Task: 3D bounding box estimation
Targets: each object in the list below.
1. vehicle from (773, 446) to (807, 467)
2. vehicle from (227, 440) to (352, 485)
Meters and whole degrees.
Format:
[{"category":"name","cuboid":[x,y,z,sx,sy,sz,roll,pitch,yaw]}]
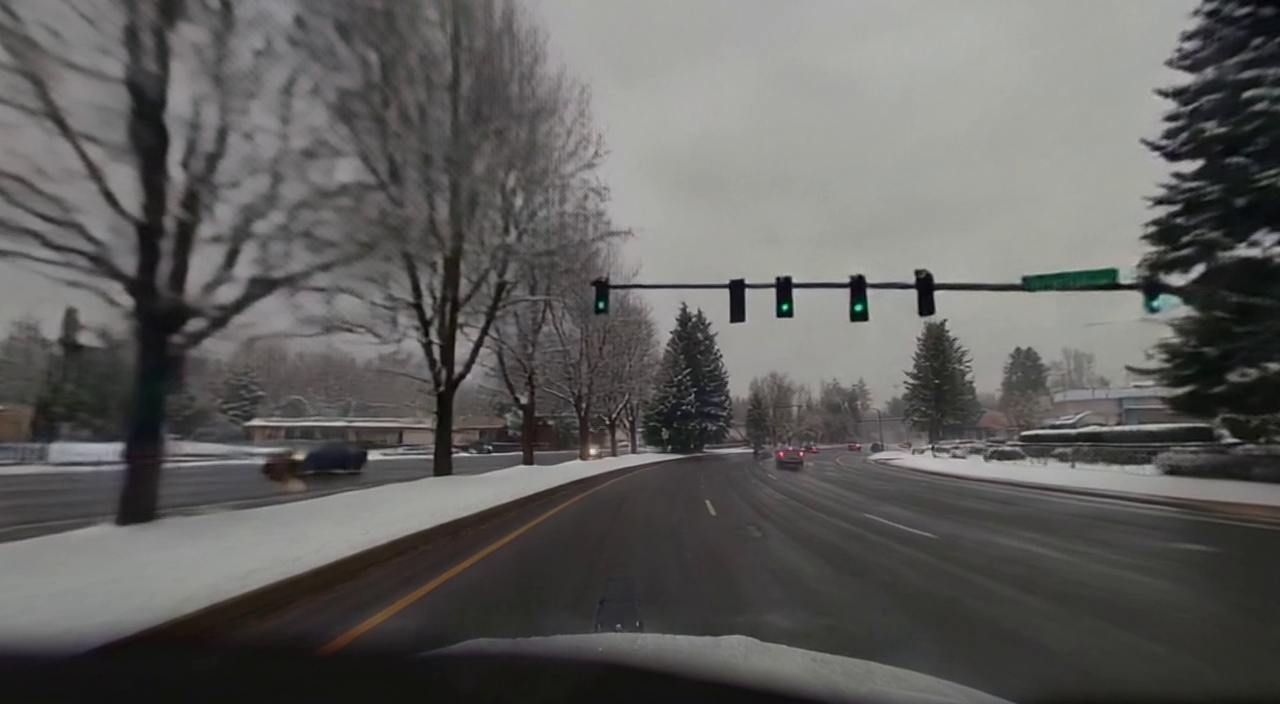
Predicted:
[{"category":"vehicle","cuboid":[11.045,7.702,46.750,1.988,1.460,3.996,-1,-9,8]},{"category":"vehicle","cuboid":[-15.076,4.762,27.590,2.176,1.772,5.010,-1,-9,7]}]
